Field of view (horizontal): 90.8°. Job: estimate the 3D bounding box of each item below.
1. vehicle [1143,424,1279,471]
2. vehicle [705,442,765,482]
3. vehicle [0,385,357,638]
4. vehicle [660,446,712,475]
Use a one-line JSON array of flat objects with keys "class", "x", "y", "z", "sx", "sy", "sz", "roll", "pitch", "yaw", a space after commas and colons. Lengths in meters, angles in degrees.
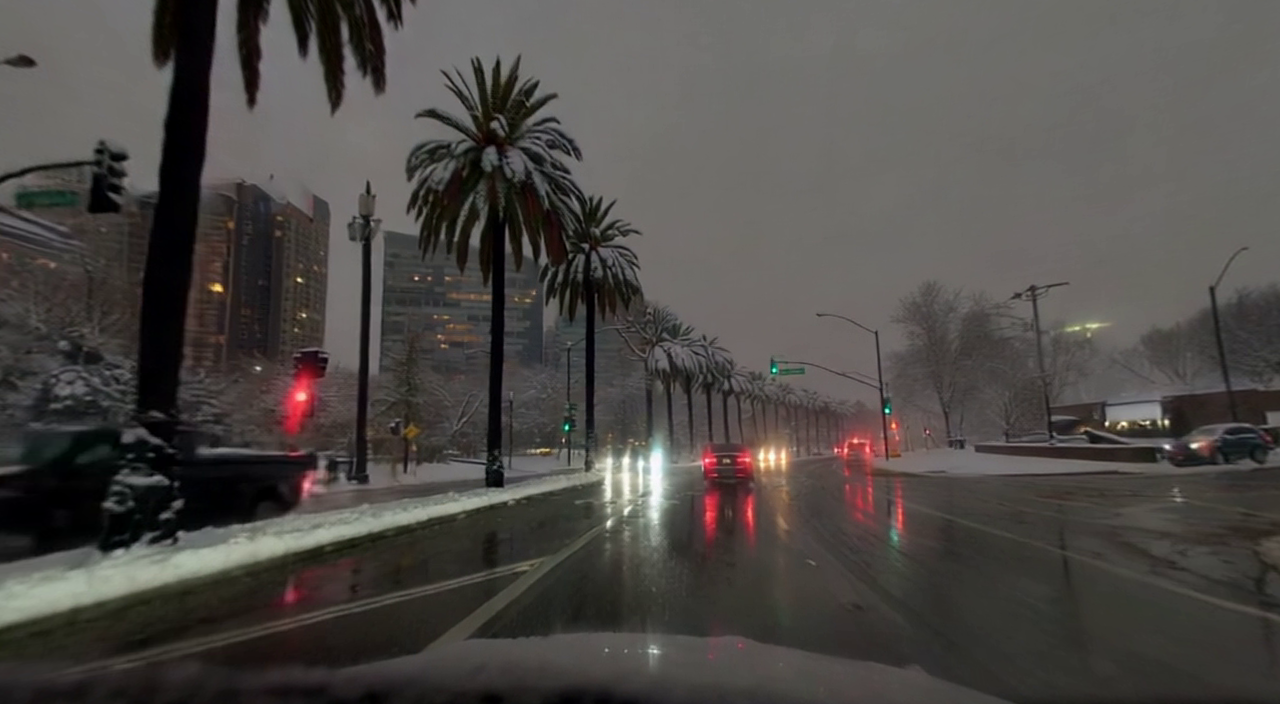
[{"class": "vehicle", "x": 24.633, "y": 4.039, "z": 26.853, "sx": 5.049, "sy": 1.861, "sz": 2.081, "roll": 2, "pitch": -8, "yaw": -10}, {"class": "vehicle", "x": 4.005, "y": 4.498, "z": 26.165, "sx": 2.096, "sy": 1.492, "sz": 4.071, "roll": -2, "pitch": -9, "yaw": 13}, {"class": "vehicle", "x": -5.187, "y": 1.424, "z": 6.568, "sx": 2.013, "sy": 1.746, "sz": 4.366, "roll": -1, "pitch": -8, "yaw": 7}, {"class": "vehicle", "x": 2.544, "y": 5.848, "z": 34.236, "sx": 2.048, "sy": 1.418, "sz": 4.177, "roll": -2, "pitch": -9, "yaw": 15}]
